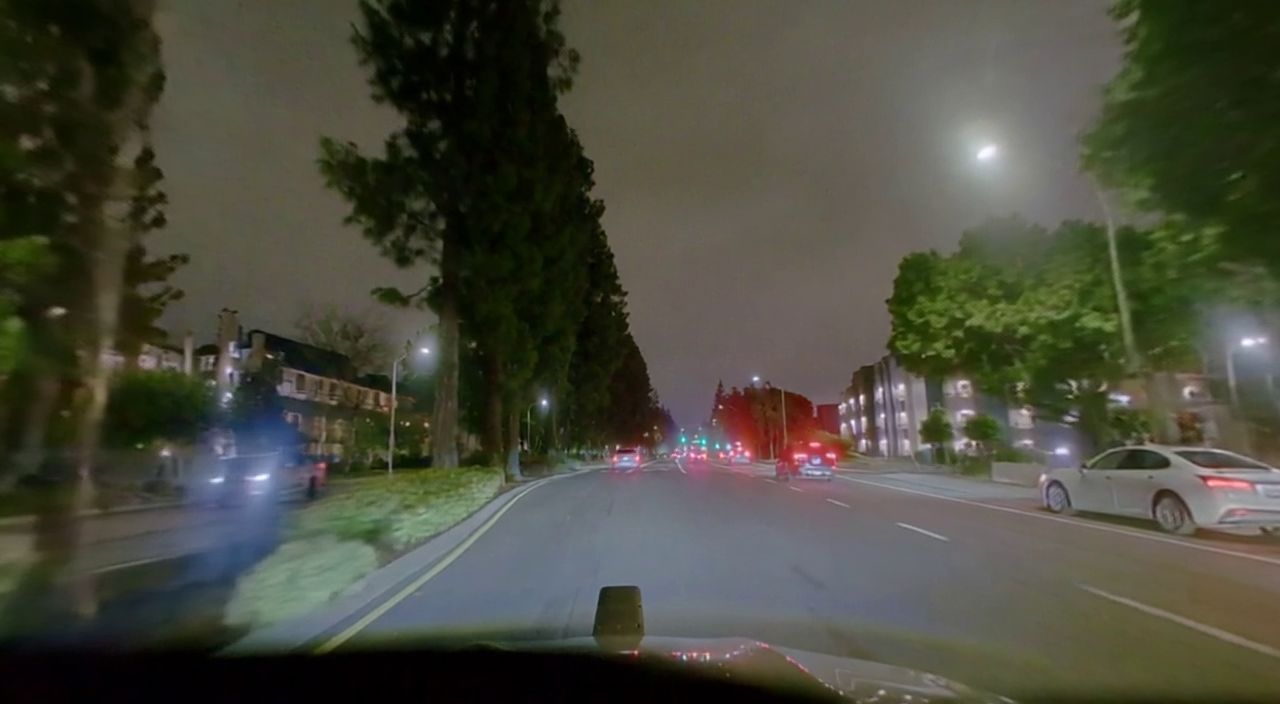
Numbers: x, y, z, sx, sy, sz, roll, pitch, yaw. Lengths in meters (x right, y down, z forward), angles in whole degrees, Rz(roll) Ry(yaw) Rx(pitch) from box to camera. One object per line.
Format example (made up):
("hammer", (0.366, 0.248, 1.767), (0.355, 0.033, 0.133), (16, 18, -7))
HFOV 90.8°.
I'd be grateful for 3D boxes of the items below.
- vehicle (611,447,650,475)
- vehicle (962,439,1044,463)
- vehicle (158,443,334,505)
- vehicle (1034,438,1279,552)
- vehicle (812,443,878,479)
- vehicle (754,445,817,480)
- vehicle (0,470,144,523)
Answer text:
("vehicle", (-0.512, 6.184, 35.949), (2.077, 1.477, 3.897), (0, -9, 0))
("vehicle", (27.867, 7.594, 48.658), (5.026, 1.733, 2.014), (0, -8, 2))
("vehicle", (-14.791, 4.587, 24.372), (2.879, 2.048, 5.861), (-1, -9, 2))
("vehicle", (9.154, 2.275, 10.848), (1.888, 1.508, 4.646), (-1, -9, 2))
("vehicle", (10.366, 5.511, 32.279), (1.945, 1.687, 4.292), (0, -9, 1))
("vehicle", (6.601, 5.046, 29.093), (2.020, 1.472, 3.958), (0, -9, 2))
("vehicle", (-18.322, 4.492, 20.063), (1.769, 1.344, 3.947), (-1, -9, 3))
